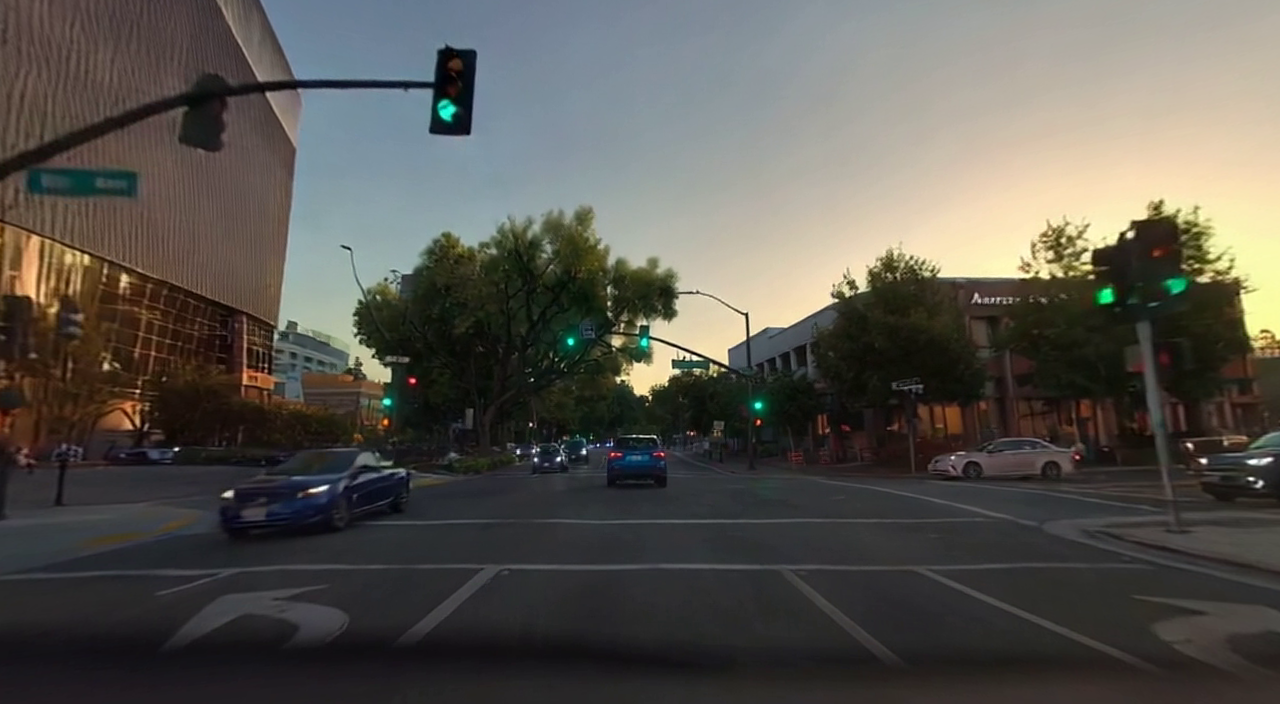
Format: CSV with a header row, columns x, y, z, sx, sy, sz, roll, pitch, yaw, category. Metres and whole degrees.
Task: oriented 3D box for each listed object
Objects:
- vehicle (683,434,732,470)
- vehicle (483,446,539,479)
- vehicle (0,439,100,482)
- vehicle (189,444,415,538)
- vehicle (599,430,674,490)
x,y,z,sx,sy,sz,roll,pitch,yaw,category
3.825,5.768,36.697,2.113,1.869,5.322,0,-8,-1,vehicle
-6.310,5.419,31.352,1.874,1.480,4.148,0,-9,1,vehicle
-26.098,4.678,27.559,4.393,1.730,2.151,-4,-9,26,vehicle
-6.252,2.573,12.448,1.934,1.476,4.457,0,-8,1,vehicle
-0.130,3.487,20.688,2.183,1.765,4.059,0,-8,-1,vehicle
